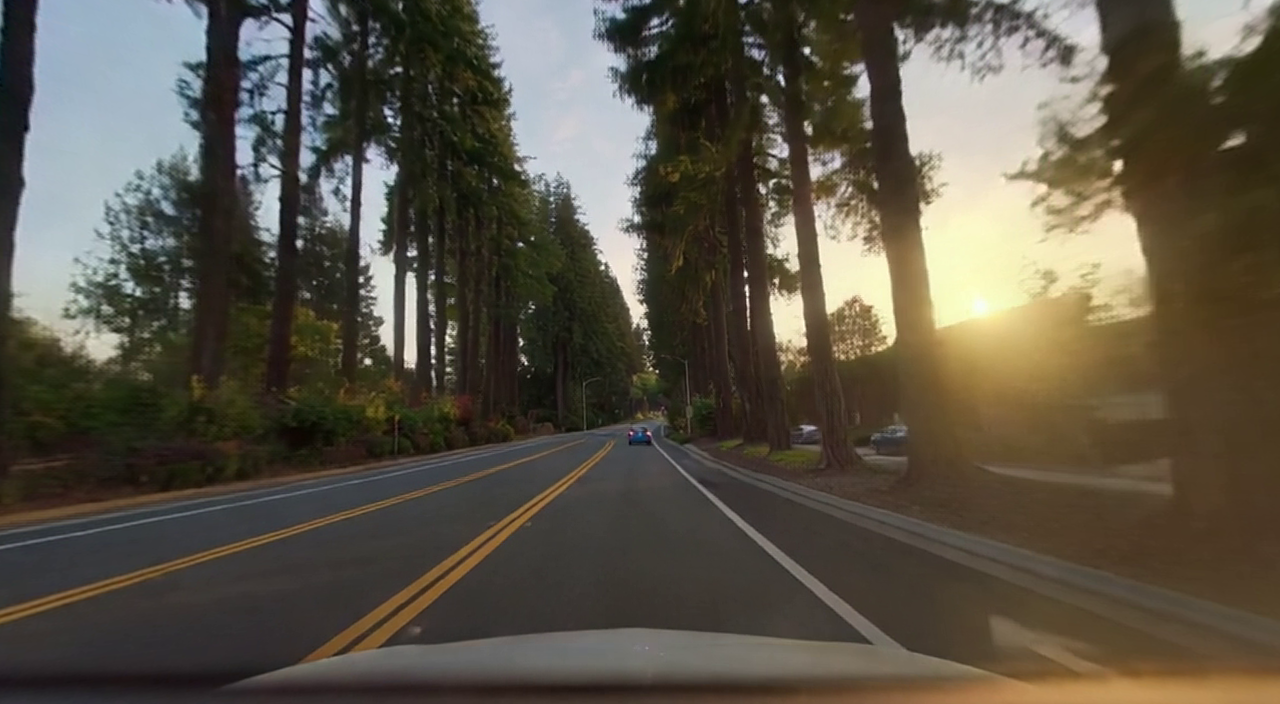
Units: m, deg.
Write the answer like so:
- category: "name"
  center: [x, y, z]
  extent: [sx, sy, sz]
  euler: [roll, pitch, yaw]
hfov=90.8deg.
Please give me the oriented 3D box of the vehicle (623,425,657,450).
- category: "vehicle"
  center: [-0.009, 5.380, 39.927]
  extent: [2.067, 1.486, 3.861]
  euler: [0, -8, 0]
